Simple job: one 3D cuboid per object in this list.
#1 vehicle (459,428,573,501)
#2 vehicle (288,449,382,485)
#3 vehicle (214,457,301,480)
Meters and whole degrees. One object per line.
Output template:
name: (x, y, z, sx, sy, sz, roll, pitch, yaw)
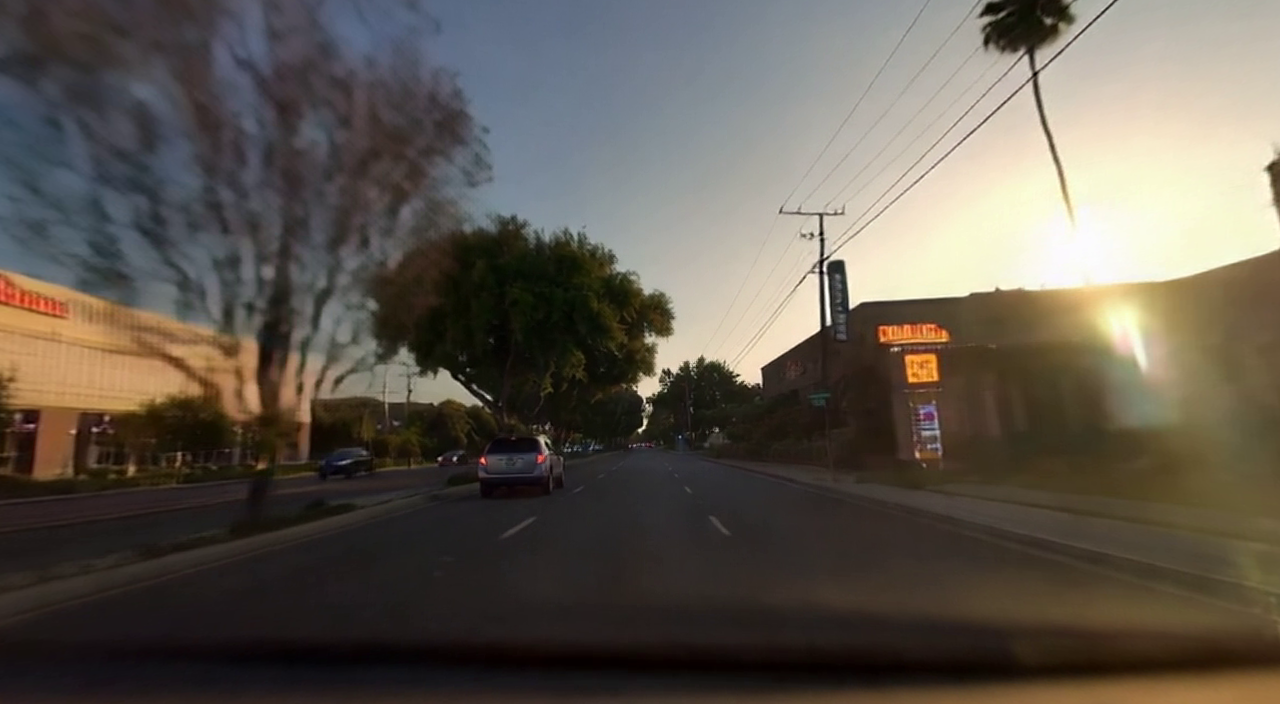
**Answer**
vehicle: (-3.138, 2.963, 17.037, 2.062, 1.693, 4.669, 0, -8, 1)
vehicle: (-13.915, 5.252, 29.105, 1.960, 1.462, 4.689, 0, -8, 1)
vehicle: (-27.041, 8.218, 44.656, 4.782, 1.473, 2.204, 8, -12, -43)
